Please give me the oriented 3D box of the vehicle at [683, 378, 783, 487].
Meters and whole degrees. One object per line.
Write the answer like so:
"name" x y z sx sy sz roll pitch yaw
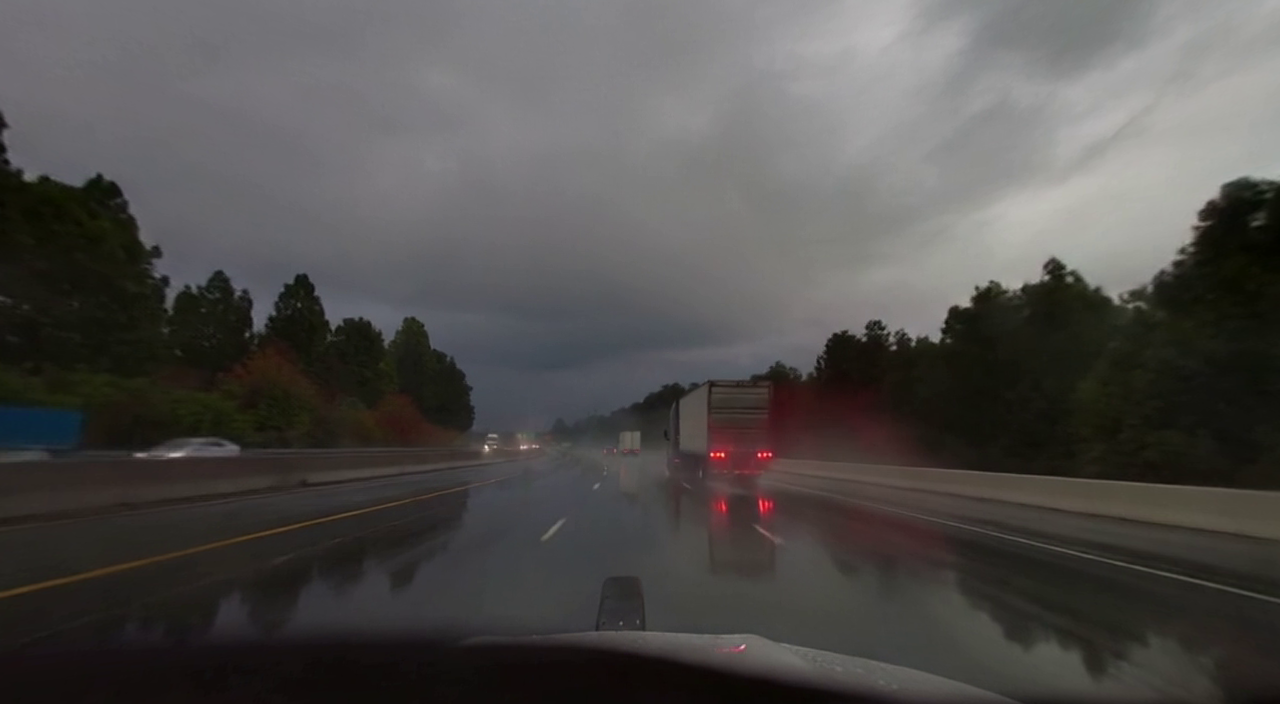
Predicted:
"vehicle" 3.759 3.646 27.834 2.826 4.035 8.369 1 -9 -2

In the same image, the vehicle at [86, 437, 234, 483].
"vehicle" -17.618 3.992 23.496 1.978 1.503 4.537 0 -9 -1
